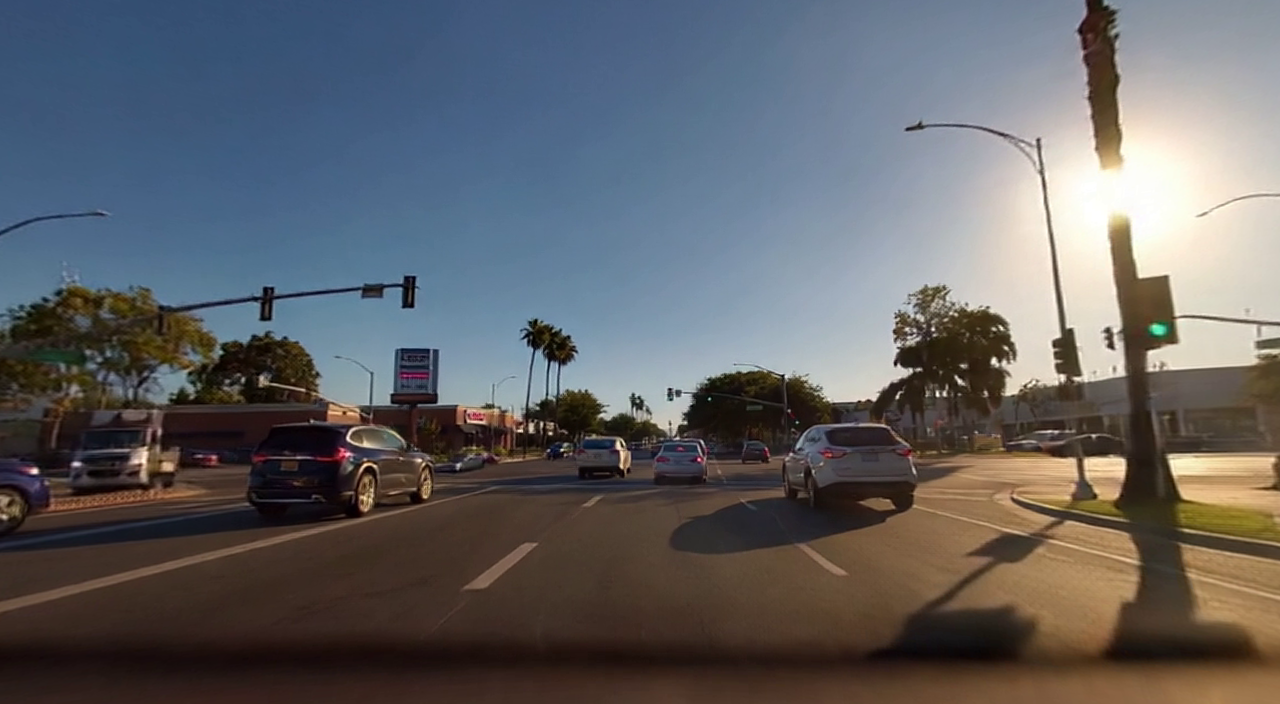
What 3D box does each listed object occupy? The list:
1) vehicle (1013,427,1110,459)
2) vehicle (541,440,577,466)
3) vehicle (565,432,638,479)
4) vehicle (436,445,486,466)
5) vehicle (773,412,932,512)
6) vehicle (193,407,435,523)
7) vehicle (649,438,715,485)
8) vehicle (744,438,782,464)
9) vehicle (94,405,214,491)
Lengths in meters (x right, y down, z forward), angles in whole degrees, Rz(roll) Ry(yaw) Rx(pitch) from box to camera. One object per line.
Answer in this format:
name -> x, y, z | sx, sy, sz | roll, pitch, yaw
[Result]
vehicle -> 26.788, 5.824, 40.306 | 4.557, 1.848, 2.008 | -2, -9, 10
vehicle -> -5.640, 6.943, 43.546 | 2.041, 1.660, 4.371 | 2, -9, -12
vehicle -> -1.494, 4.294, 26.508 | 2.088, 1.746, 4.650 | -2, -8, 9
vehicle -> -13.410, 7.712, 47.177 | 1.918, 1.443, 4.612 | 6, -11, -38
vehicle -> 4.716, 2.543, 15.033 | 2.267, 1.931, 5.145 | -1, -8, 4
vehicle -> -6.146, 2.197, 12.764 | 2.127, 1.888, 4.637 | -1, -8, 4
vehicle -> 1.552, 3.804, 22.280 | 2.057, 1.492, 3.825 | -1, -8, 7
vehicle -> 7.651, 6.235, 39.746 | 2.149, 1.532, 4.168 | -1, -8, 8
vehicle -> -24.321, 4.619, 31.286 | 3.436, 3.529, 11.210 | 5, -9, -43
